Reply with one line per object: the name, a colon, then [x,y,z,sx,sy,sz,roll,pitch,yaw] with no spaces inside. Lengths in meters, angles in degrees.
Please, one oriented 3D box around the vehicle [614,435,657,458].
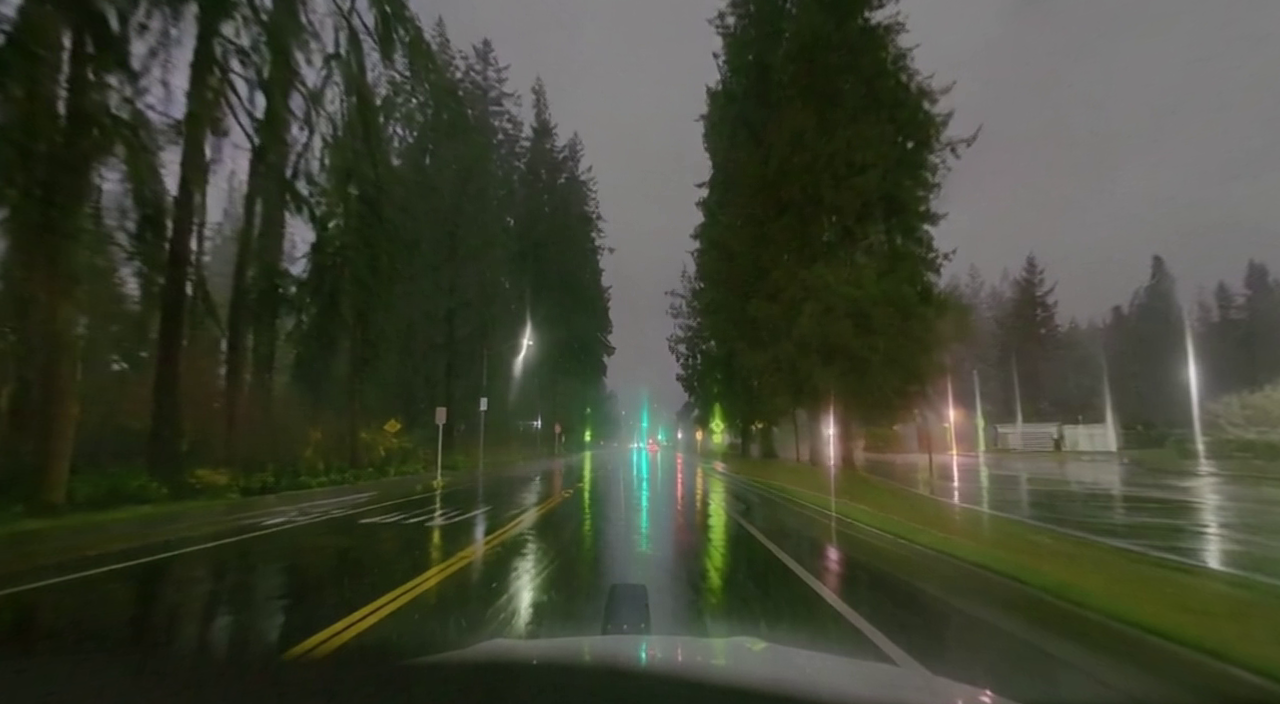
vehicle: [-0.369,6.562,43.872,1.861,1.511,4.237,2,-9,-17]
